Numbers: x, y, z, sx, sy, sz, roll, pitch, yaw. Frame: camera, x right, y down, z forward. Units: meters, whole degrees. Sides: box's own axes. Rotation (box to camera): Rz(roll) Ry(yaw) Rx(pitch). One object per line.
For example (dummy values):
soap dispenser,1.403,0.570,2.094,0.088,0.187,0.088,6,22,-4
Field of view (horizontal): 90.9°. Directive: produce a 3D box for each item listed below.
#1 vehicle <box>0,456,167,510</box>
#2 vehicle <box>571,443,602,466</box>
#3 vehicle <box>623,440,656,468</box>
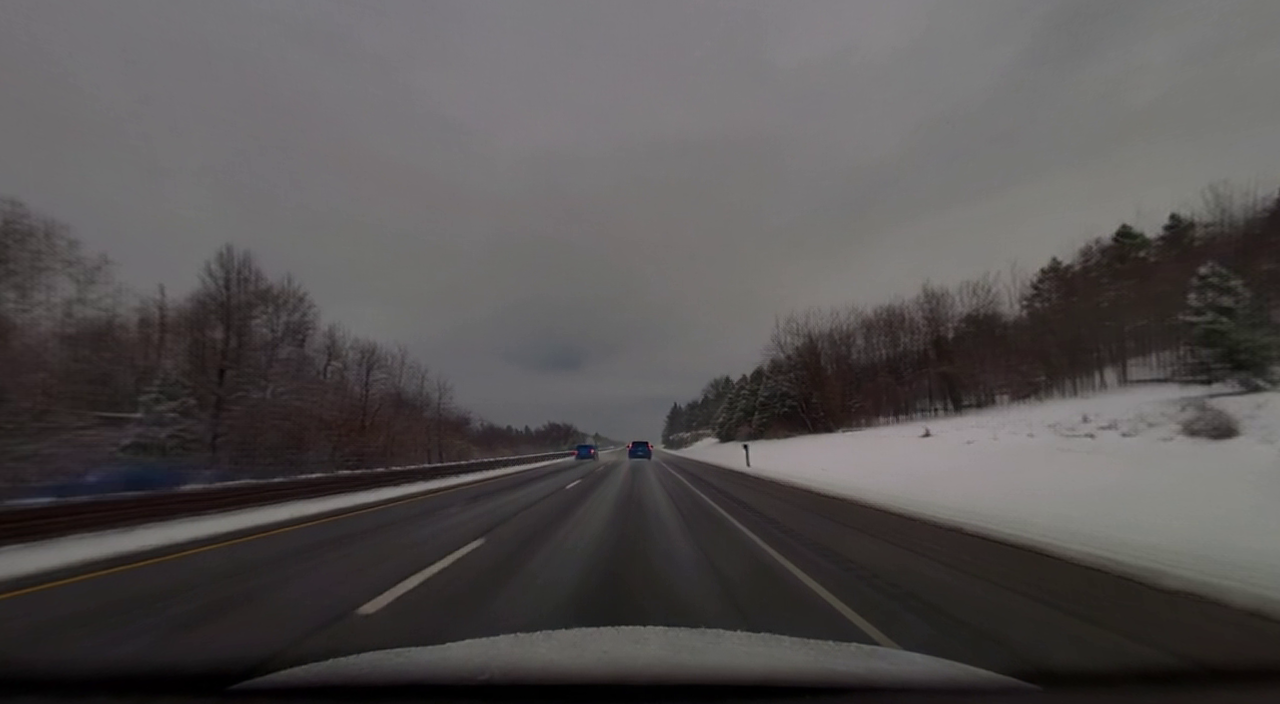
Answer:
vehicle,-17.695,4.080,20.070,2.023,1.482,4.097,0,-9,0
vehicle,-4.110,7.992,49.151,2.113,1.656,4.215,0,-9,0
vehicle,-0.056,6.893,42.645,2.126,1.786,3.958,0,-9,0
